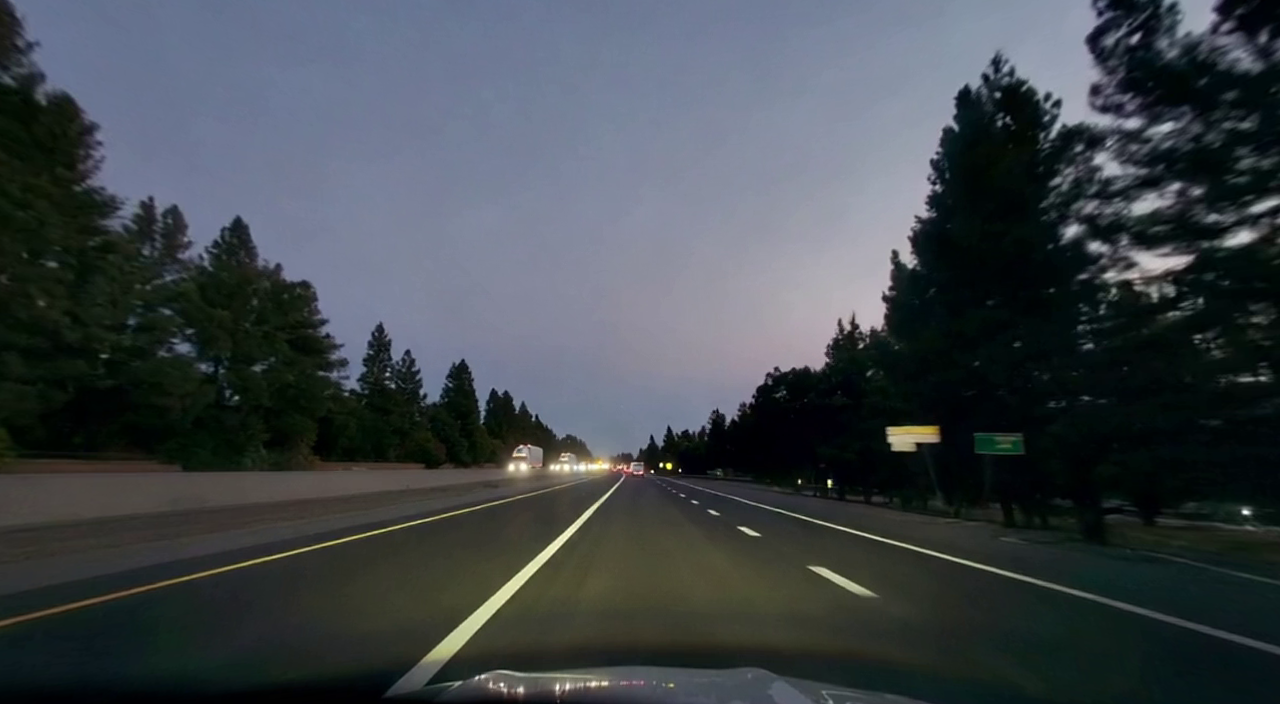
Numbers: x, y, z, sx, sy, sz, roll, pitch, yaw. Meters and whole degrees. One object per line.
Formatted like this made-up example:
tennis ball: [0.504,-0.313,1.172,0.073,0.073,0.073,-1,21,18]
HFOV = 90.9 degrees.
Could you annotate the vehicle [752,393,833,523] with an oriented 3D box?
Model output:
vehicle: [4.913,3.470,20.779,1.837,3.859,3.230,1,-10,1]
